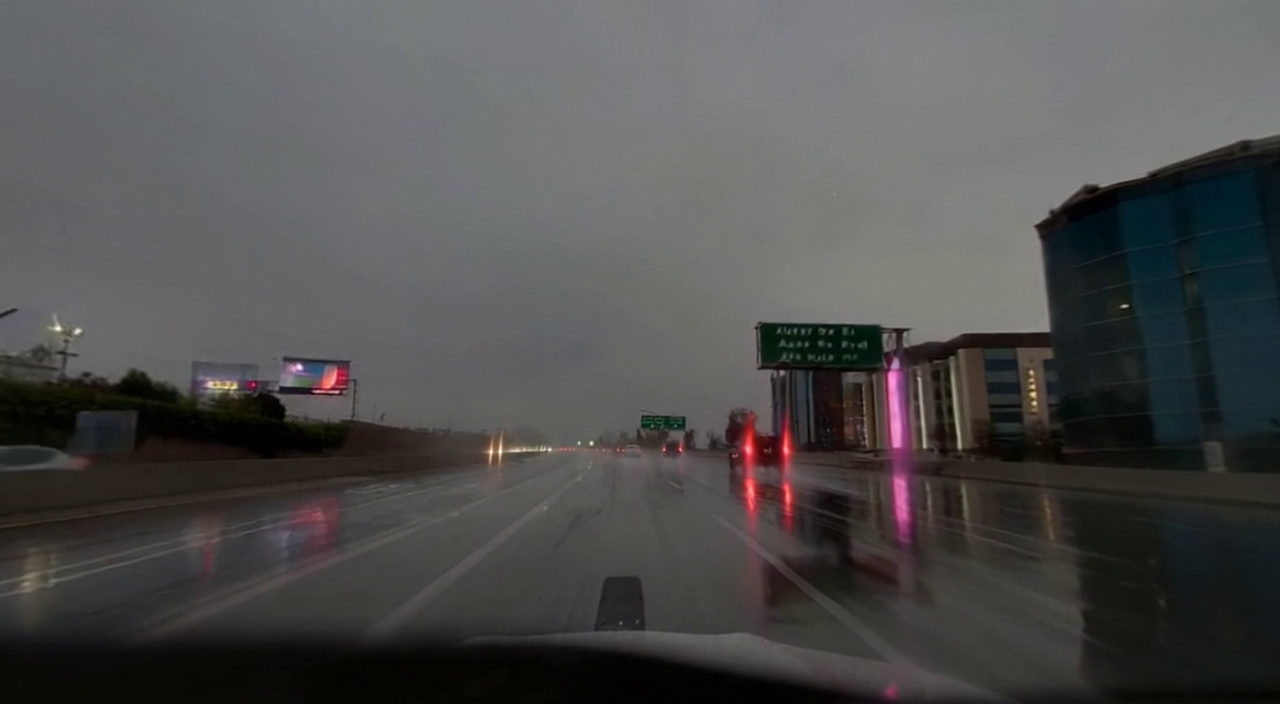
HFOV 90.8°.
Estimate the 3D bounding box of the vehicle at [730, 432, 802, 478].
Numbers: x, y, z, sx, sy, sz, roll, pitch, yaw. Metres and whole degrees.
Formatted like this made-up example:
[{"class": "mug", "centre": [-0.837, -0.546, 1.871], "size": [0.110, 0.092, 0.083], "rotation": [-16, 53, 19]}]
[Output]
[{"class": "vehicle", "centre": [5.775, 4.803, 29.762], "size": [2.181, 1.952, 4.973], "rotation": [0, -9, -2]}]
